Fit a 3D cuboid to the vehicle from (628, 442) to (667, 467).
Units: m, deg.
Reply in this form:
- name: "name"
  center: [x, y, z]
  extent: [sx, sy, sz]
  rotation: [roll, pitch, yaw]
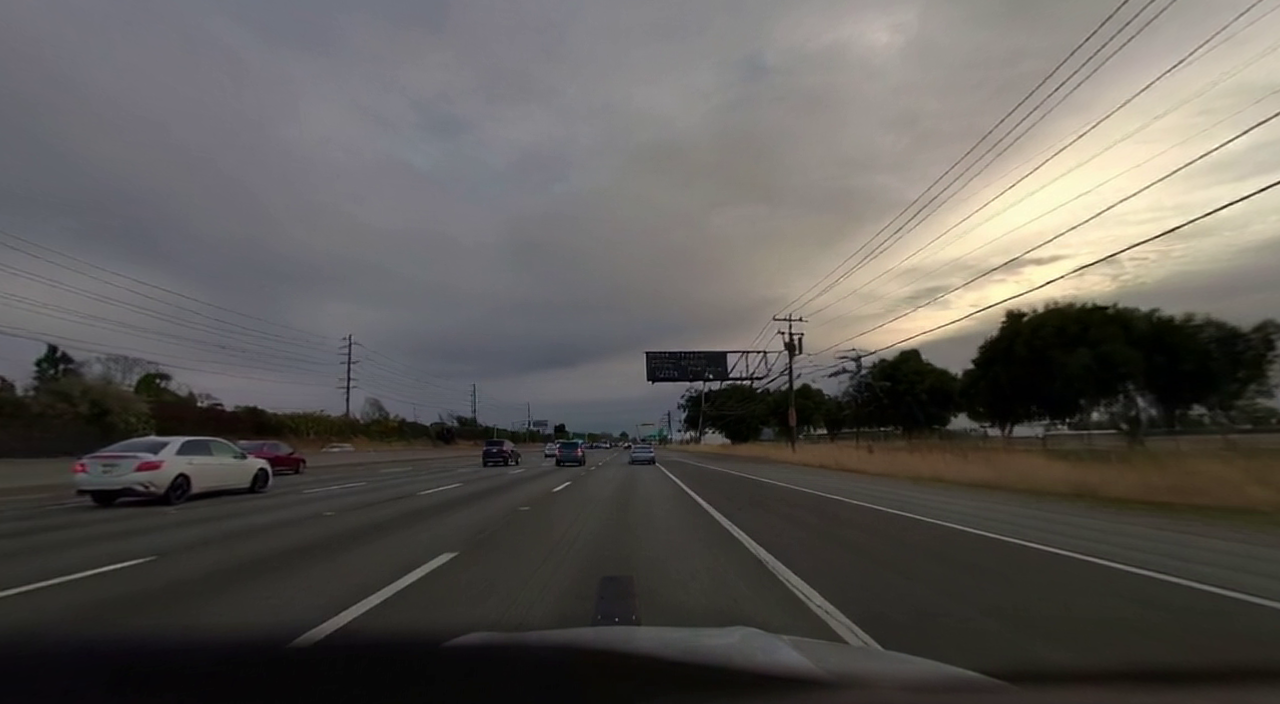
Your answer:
- name: "vehicle"
  center: [0.354, 5.892, 36.453]
  extent: [2.015, 1.391, 3.897]
  rotation: [0, -9, -3]

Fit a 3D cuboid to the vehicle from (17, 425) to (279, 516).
- name: "vehicle"
  center: [-10.199, 2.482, 13.707]
  extent: [2.098, 1.643, 4.413]
  rotation: [0, -9, 0]

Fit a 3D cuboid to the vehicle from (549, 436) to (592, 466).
- name: "vehicle"
  center: [-4.113, 5.979, 38.149]
  extent: [2.121, 1.673, 4.443]
  rotation: [0, -9, -1]

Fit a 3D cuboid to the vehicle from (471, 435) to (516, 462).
- name: "vehicle"
  center: [-10.656, 7.094, 46.400]
  extent: [2.115, 1.799, 5.444]
  rotation: [0, -9, -1]
